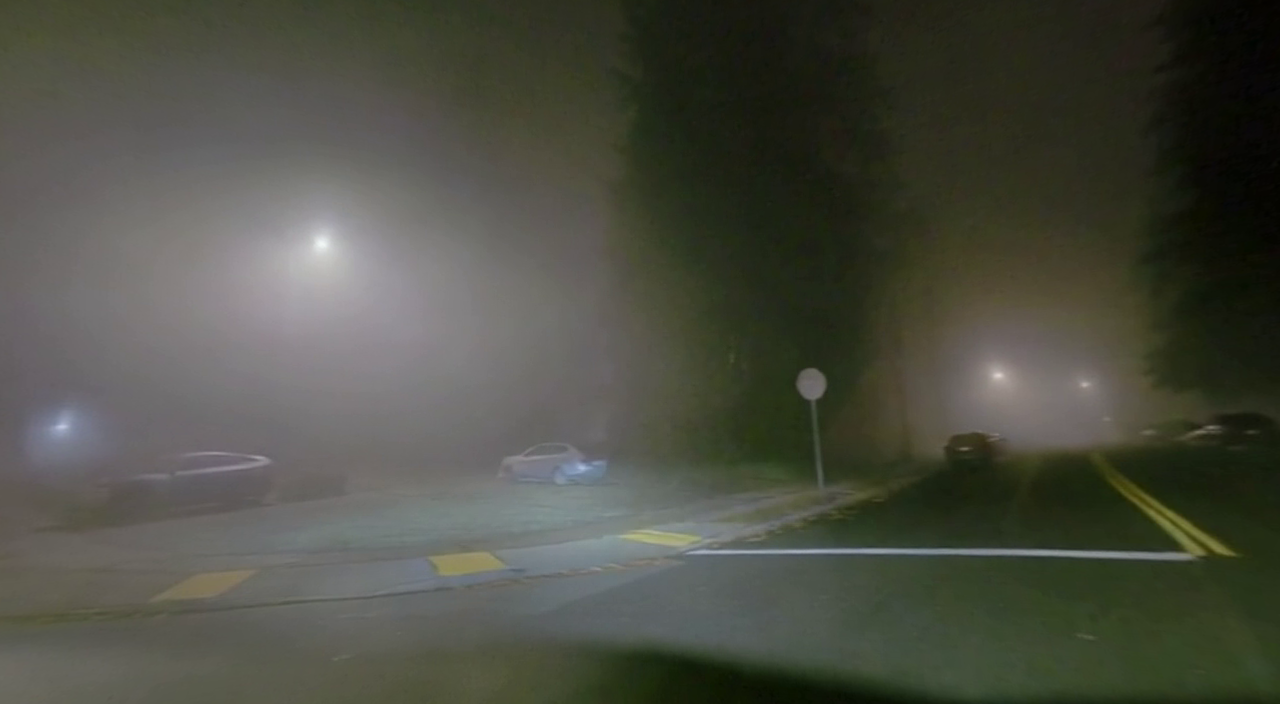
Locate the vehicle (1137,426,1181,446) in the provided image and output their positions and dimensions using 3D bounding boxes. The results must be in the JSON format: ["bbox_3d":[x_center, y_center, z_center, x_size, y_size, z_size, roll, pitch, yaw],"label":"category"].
[{"bbox_3d":[39.125,6.396,47.391,1.961,1.437,4.032,-5,-10,32],"label":"vehicle"}]

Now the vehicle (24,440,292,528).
[{"bbox_3d":[-11.166,2.967,14.923,1.984,1.620,4.595,-6,-9,36],"label":"vehicle"}]

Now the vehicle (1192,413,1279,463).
[{"bbox_3d":[23.784,3.438,24.949,2.085,1.792,4.176,-6,-10,34],"label":"vehicle"}]

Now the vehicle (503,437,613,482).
[{"bbox_3d":[-2.996,4.121,23.652,1.919,1.447,3.896,-9,-16,35],"label":"vehicle"}]

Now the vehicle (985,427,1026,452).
[{"bbox_3d":[28.262,6.746,48.414,2.263,1.848,4.104,-6,-10,34],"label":"vehicle"}]
